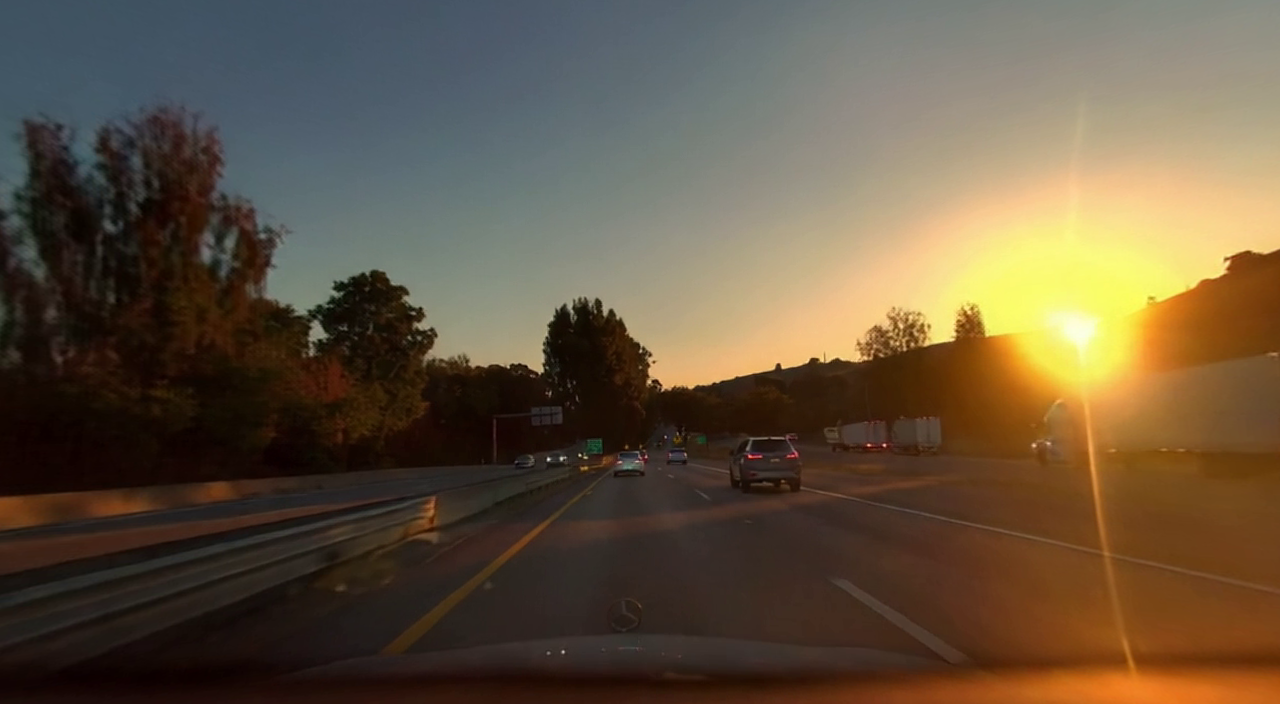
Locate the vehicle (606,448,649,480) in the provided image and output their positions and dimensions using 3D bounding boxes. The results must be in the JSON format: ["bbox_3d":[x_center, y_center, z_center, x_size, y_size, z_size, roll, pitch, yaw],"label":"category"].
[{"bbox_3d":[-0.620,5.677,31.997,2.029,1.483,3.769,0,-9,-1],"label":"vehicle"}]

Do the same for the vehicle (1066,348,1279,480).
[{"bbox_3d":[22.444,2.788,25.177,2.890,4.108,13.635,-2,-9,8],"label":"vehicle"}]

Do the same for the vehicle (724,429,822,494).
[{"bbox_3d":[4.424,3.742,21.730,2.261,1.952,4.784,0,-9,-1],"label":"vehicle"}]
